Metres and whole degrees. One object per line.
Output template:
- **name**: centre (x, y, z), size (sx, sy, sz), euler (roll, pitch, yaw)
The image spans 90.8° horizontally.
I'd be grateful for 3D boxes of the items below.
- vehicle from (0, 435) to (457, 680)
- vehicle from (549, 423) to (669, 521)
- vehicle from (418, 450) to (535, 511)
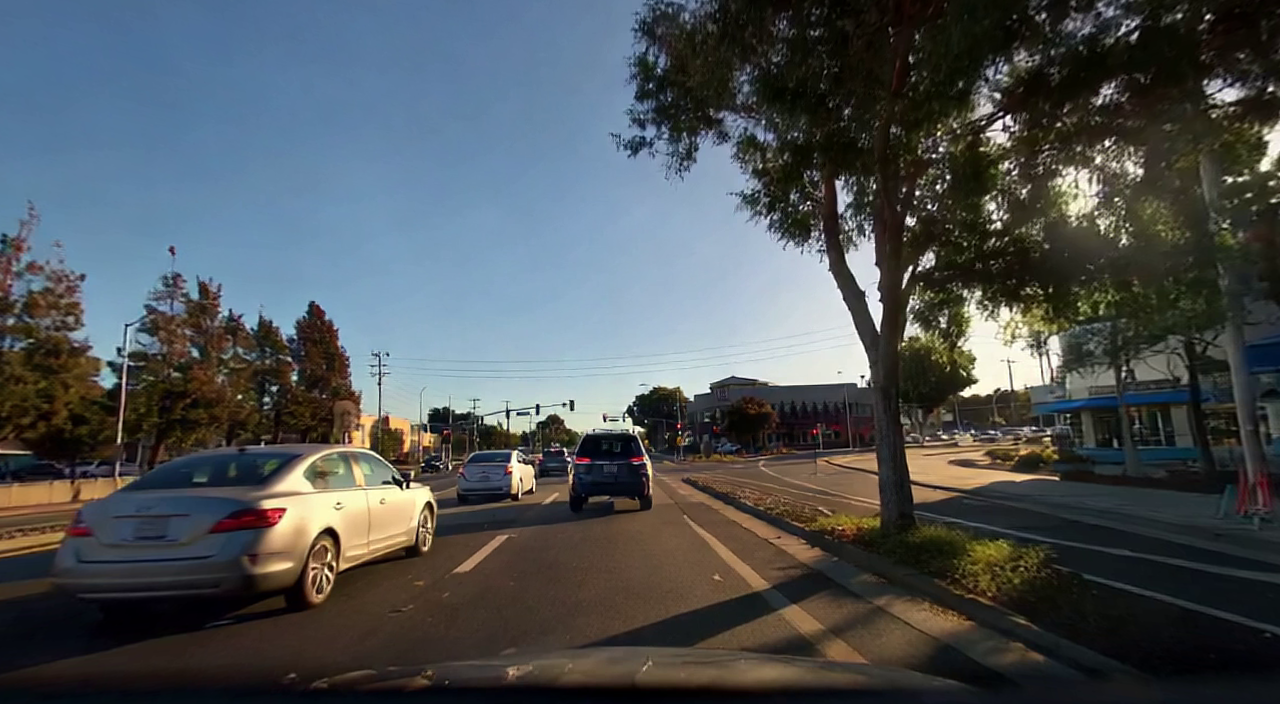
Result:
- **vehicle**: centre (-3.483, 1.575, 6.095), size (2.064, 1.464, 4.373), euler (0, -8, 1)
- **vehicle**: centre (-0.612, 2.575, 14.014), size (2.276, 1.850, 3.897), euler (0, -8, -1)
- **vehicle**: centre (-4.125, 3.303, 16.719), size (2.008, 1.341, 4.138), euler (0, -8, 0)
